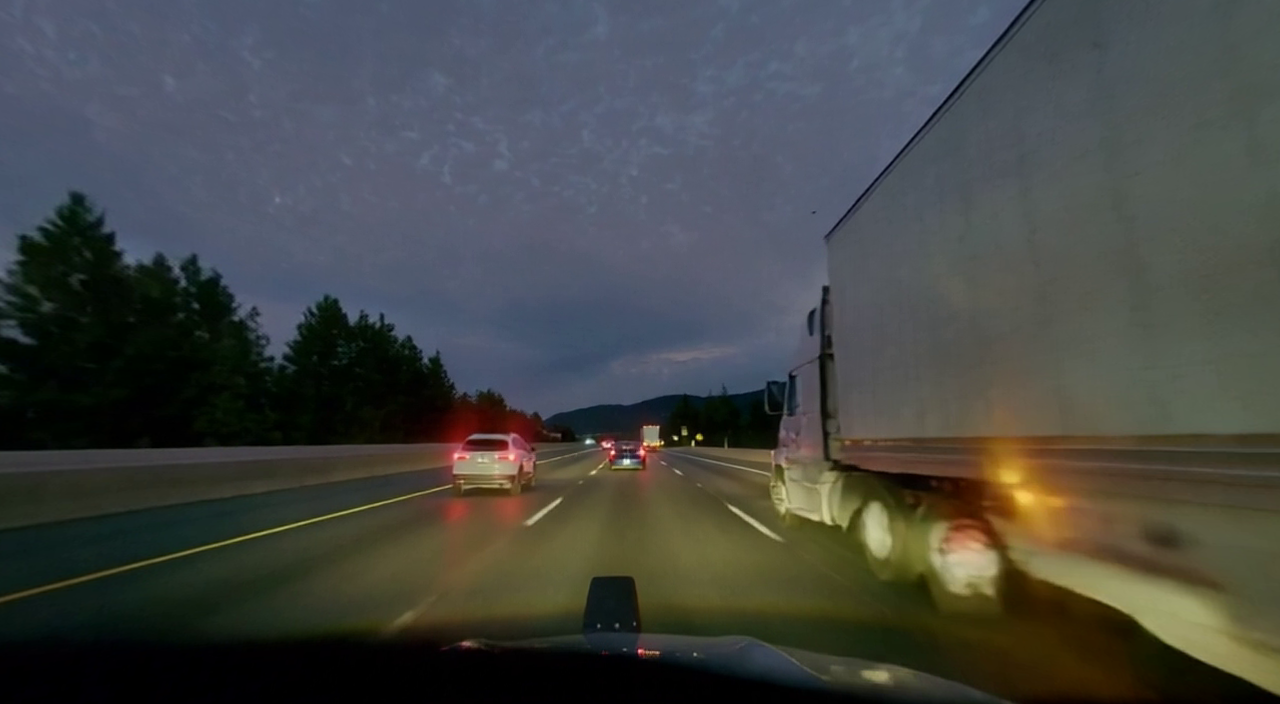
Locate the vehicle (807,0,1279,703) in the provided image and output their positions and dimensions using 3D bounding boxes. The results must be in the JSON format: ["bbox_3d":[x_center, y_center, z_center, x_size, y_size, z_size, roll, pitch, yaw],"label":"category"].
[{"bbox_3d":[3.957,-0.453,1.940,2.946,4.111,14.652,0,-8,0],"label":"vehicle"}]

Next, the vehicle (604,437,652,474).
[{"bbox_3d":[-0.539,4.768,29.146,2.048,1.563,4.087,0,-8,-1],"label":"vehicle"}]

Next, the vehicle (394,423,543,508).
[{"bbox_3d":[-3.876,2.656,15.234,2.264,1.699,4.648,0,-8,0],"label":"vehicle"}]
